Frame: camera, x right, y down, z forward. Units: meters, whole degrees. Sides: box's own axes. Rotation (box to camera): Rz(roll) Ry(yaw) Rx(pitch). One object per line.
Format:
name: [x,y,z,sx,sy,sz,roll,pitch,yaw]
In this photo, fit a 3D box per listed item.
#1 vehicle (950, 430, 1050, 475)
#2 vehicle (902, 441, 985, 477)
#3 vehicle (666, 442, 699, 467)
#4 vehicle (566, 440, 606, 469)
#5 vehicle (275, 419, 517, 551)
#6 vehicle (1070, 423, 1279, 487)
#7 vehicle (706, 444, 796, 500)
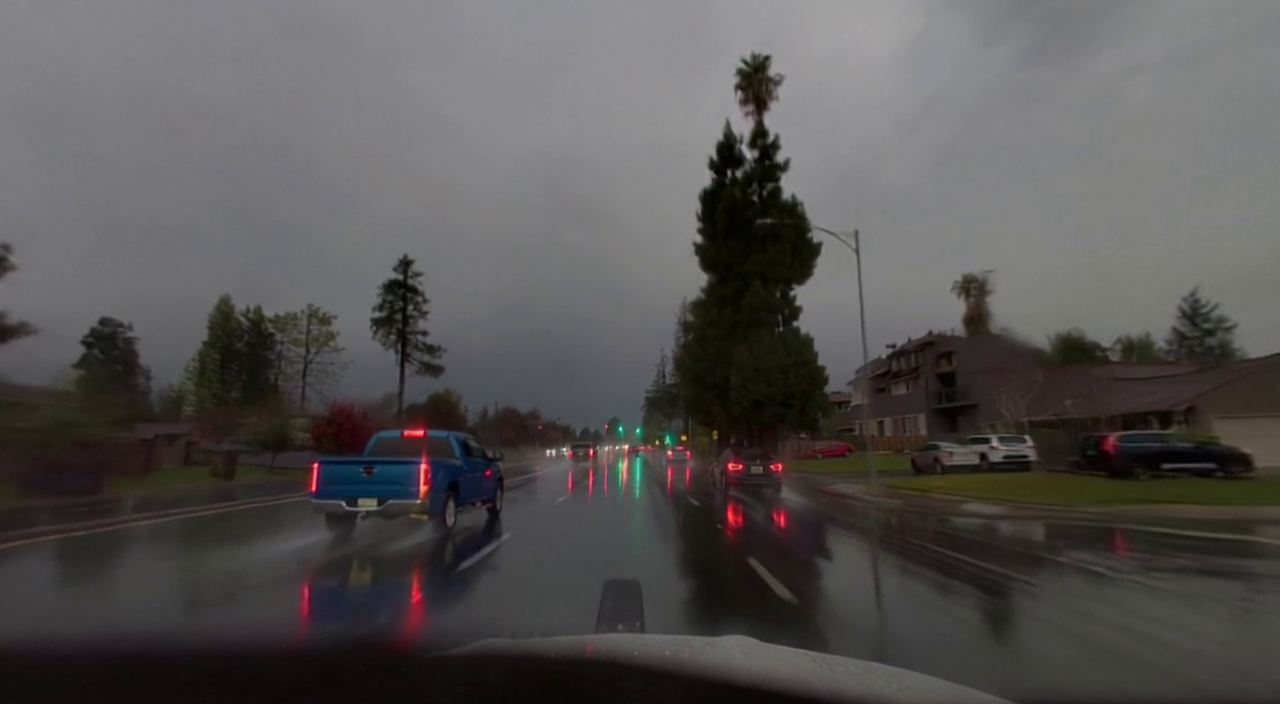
vehicle: [16.487,4.680,29.281,2.040,1.784,4.533,-4,-10,3]
vehicle: [13.873,4.888,29.171,1.929,1.502,4.177,-1,-8,4]
vehicle: [3.264,8.017,49.689,2.099,1.845,4.363,0,-8,-2]
vehicle: [-3.522,6.764,41.862,2.218,1.829,4.492,0,-8,1]
vehicle: [-3.791,2.169,11.163,2.111,1.745,5.274,0,-8,1]
vehicle: [17.240,3.294,20.519,1.991,1.806,4.902,6,-11,-38]
vehicle: [3.182,3.509,18.998,1.884,1.463,4.195,0,-8,-1]
